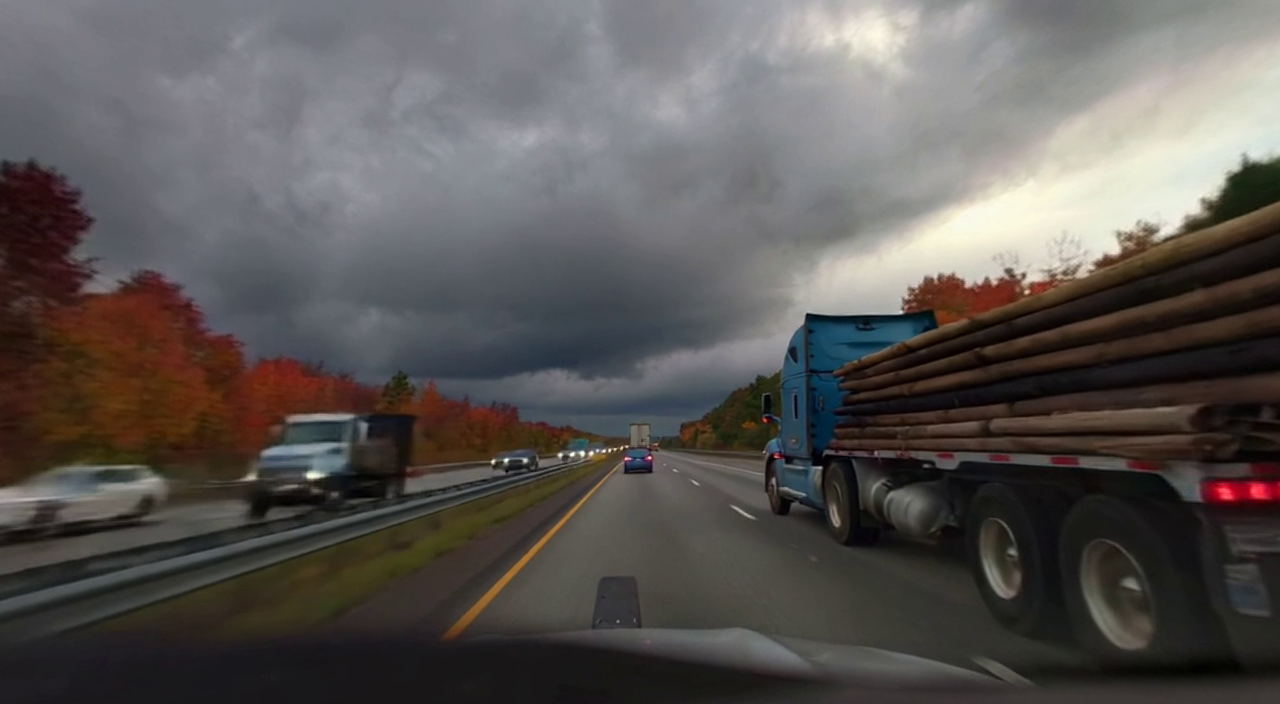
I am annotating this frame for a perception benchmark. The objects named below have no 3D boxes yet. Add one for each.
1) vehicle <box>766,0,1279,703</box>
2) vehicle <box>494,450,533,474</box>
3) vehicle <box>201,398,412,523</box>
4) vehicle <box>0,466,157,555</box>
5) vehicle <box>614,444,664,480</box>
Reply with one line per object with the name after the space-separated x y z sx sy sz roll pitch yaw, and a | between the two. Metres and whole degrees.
4.196 0.452 7.576 2.996 3.942 10.600 -1 -9 -1 | vehicle
-8.847 7.762 44.262 1.916 1.572 4.056 -1 -9 0 | vehicle
-8.588 2.894 17.155 2.451 2.748 6.073 -1 -9 -1 | vehicle
-12.932 3.280 13.389 1.935 1.530 4.142 0 -9 -1 | vehicle
-0.065 5.051 28.928 2.099 1.506 4.097 -1 -9 -1 | vehicle
